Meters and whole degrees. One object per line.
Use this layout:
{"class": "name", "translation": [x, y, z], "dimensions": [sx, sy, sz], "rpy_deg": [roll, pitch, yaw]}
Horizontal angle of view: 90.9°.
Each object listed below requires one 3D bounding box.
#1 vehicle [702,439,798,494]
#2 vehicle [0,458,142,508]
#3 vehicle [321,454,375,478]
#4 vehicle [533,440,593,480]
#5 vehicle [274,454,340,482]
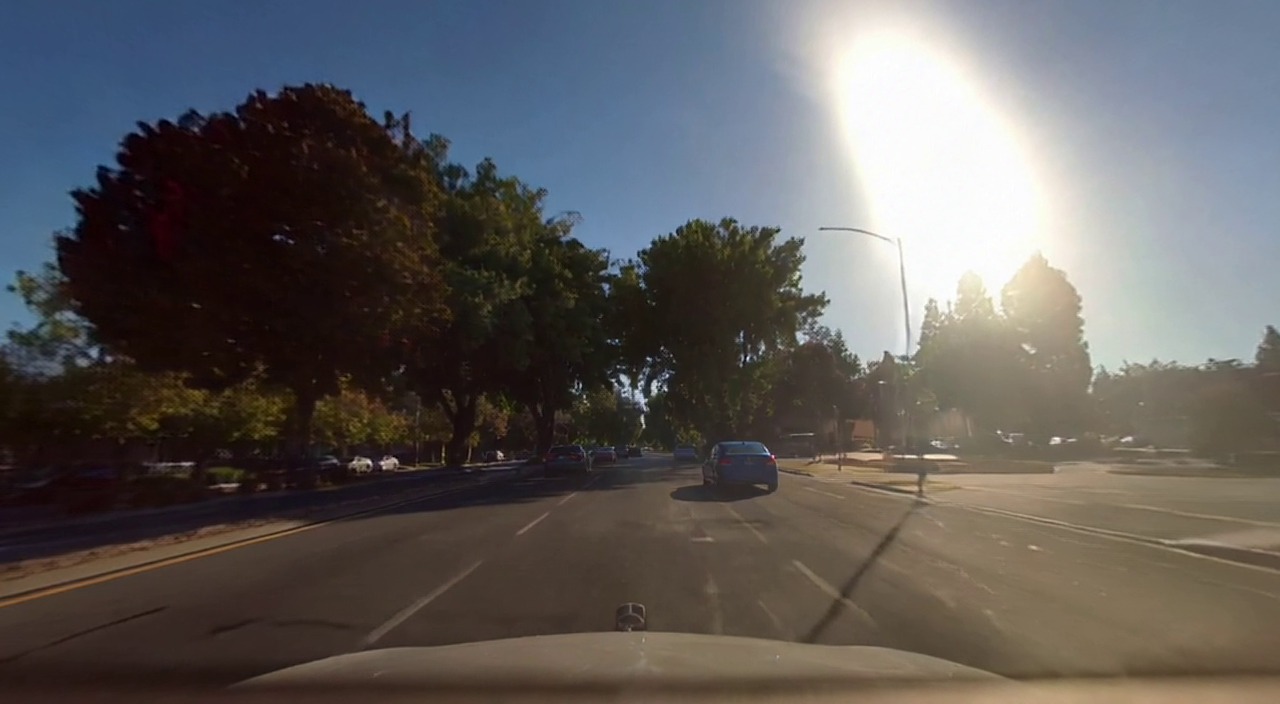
{"class": "vehicle", "translation": [3.206, 3.444, 19.424], "dimensions": [2.083, 1.474, 4.360], "rpy_deg": [0, -8, -1]}
{"class": "vehicle", "translation": [-22.574, 5.083, 24.925], "dimensions": [1.922, 1.682, 4.638], "rpy_deg": [0, -8, 0]}
{"class": "vehicle", "translation": [-22.321, 8.696, 48.393], "dimensions": [1.794, 1.664, 4.582], "rpy_deg": [-1, -8, 1]}
{"class": "vehicle", "translation": [-3.336, 4.768, 28.122], "dimensions": [2.113, 1.626, 4.129], "rpy_deg": [0, -8, 0]}
{"class": "vehicle", "translation": [-22.470, 7.809, 42.733], "dimensions": [1.918, 1.698, 4.581], "rpy_deg": [-1, -8, 1]}
